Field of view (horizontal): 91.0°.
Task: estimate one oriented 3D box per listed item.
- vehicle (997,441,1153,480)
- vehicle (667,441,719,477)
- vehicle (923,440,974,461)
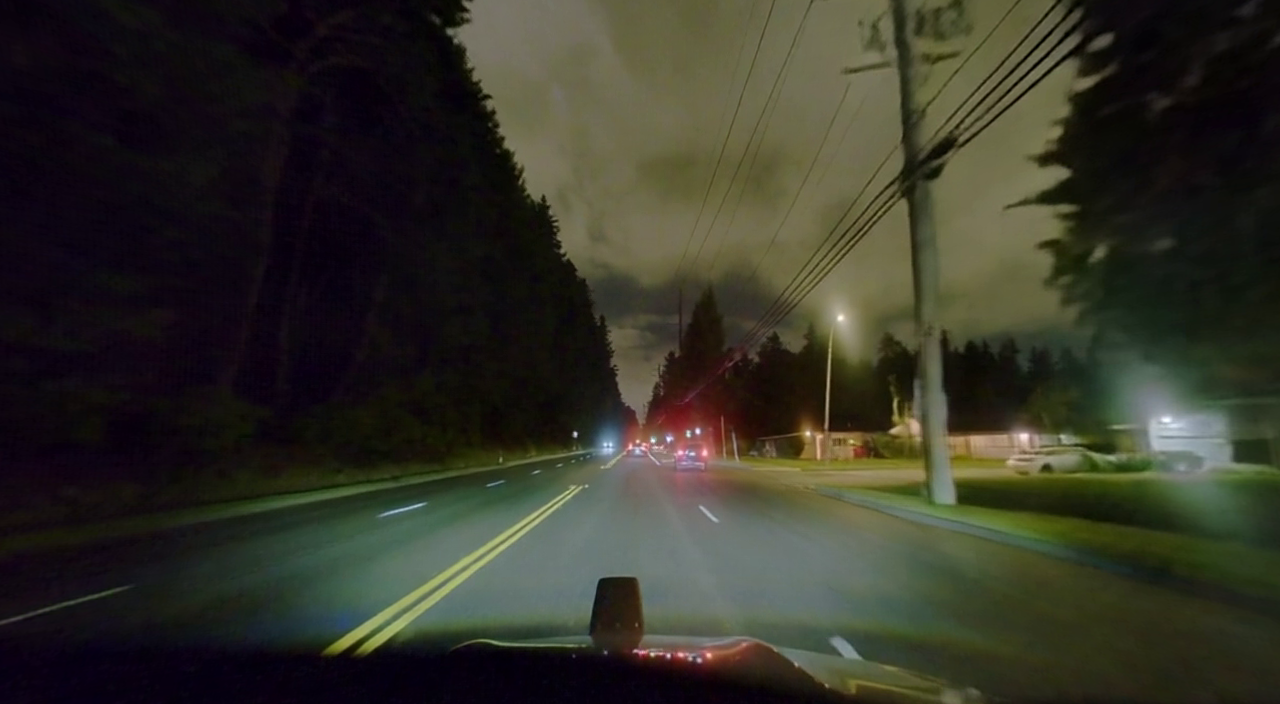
[{"bbox_3d":[17.023,4.270,24.798,4.672,1.463,1.863,0,-9,2],"label":"vehicle"},{"bbox_3d":[2.335,4.837,28.651,1.975,1.497,3.647,0,-9,-1],"label":"vehicle"},{"bbox_3d":[22.295,7.138,45.614,1.851,1.458,3.709,0,-9,1],"label":"vehicle"}]
